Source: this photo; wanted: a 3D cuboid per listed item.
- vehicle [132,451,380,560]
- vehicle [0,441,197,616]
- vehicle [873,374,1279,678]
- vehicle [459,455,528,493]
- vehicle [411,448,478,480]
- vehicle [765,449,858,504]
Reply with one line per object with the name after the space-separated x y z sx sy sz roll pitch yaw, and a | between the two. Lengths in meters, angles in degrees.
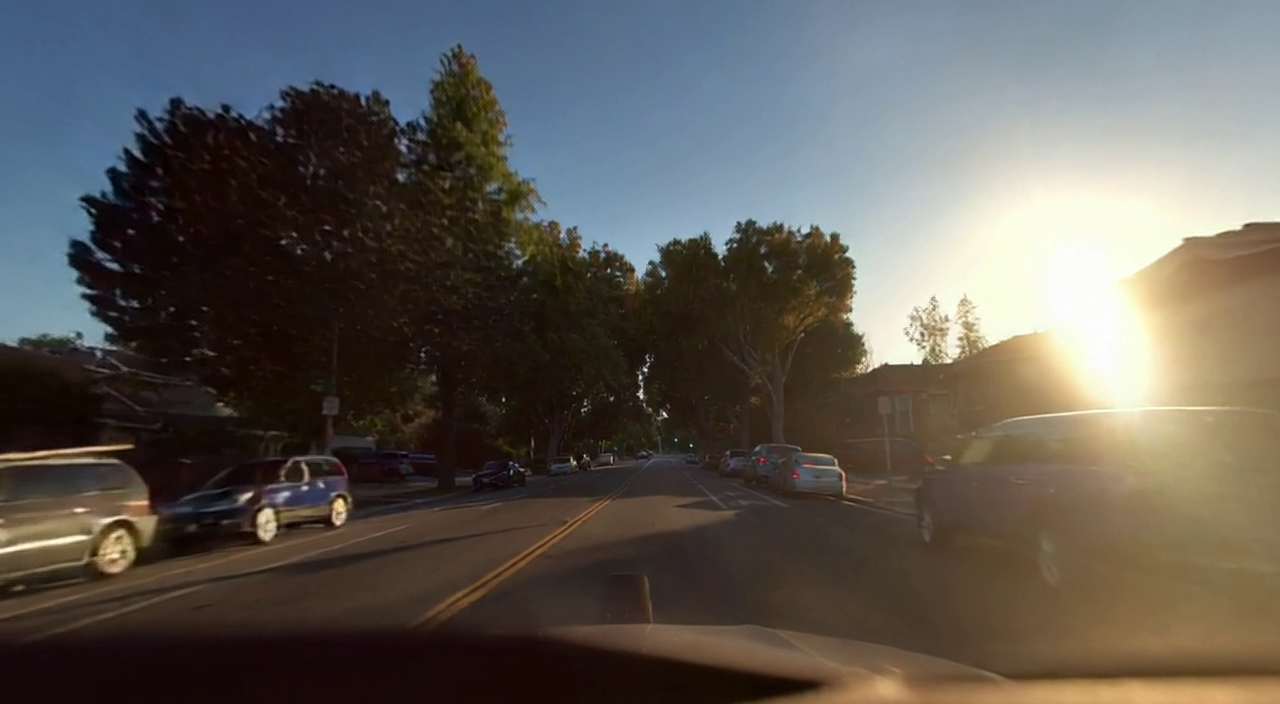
-7.265 2.880 12.670 1.996 1.628 4.603 -1 -8 1 | vehicle
-7.461 1.863 6.795 1.973 1.755 4.528 -1 -9 2 | vehicle
4.527 1.447 6.520 2.325 1.892 5.049 0 -8 1 | vehicle
-6.567 5.521 28.799 1.903 1.463 4.526 -1 -8 2 | vehicle
-12.386 7.079 40.047 3.513 1.829 1.976 -1 -7 11 | vehicle
5.134 3.747 19.484 1.704 1.445 4.492 0 -8 1 | vehicle
